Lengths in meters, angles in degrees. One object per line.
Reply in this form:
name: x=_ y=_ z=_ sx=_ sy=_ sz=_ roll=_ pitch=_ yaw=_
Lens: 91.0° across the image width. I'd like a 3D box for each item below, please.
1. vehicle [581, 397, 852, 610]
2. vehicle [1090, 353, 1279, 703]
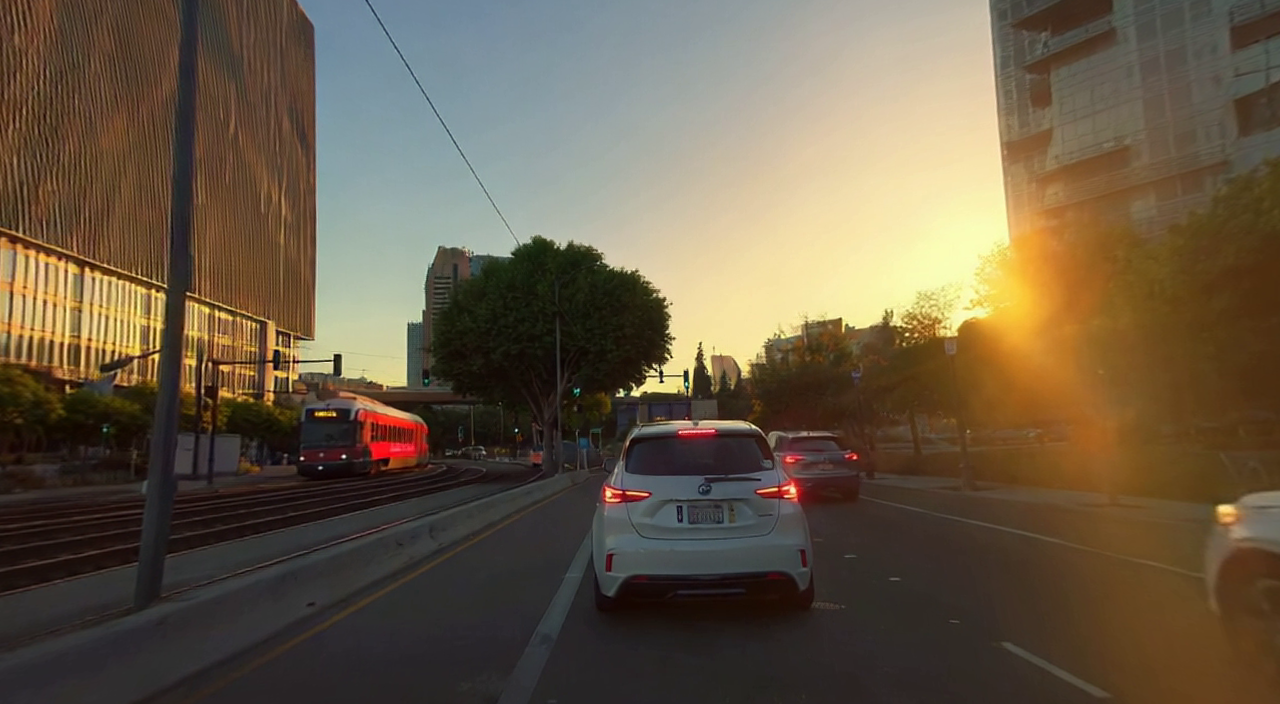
vehicle: x=0.508 y=1.519 z=7.169 sx=2.190 sy=1.684 sz=4.084 roll=0 pitch=-9 yaw=-3
vehicle: x=4.224 y=0.691 z=1.745 sx=2.165 sy=1.760 sz=5.064 roll=0 pitch=-9 yaw=0
